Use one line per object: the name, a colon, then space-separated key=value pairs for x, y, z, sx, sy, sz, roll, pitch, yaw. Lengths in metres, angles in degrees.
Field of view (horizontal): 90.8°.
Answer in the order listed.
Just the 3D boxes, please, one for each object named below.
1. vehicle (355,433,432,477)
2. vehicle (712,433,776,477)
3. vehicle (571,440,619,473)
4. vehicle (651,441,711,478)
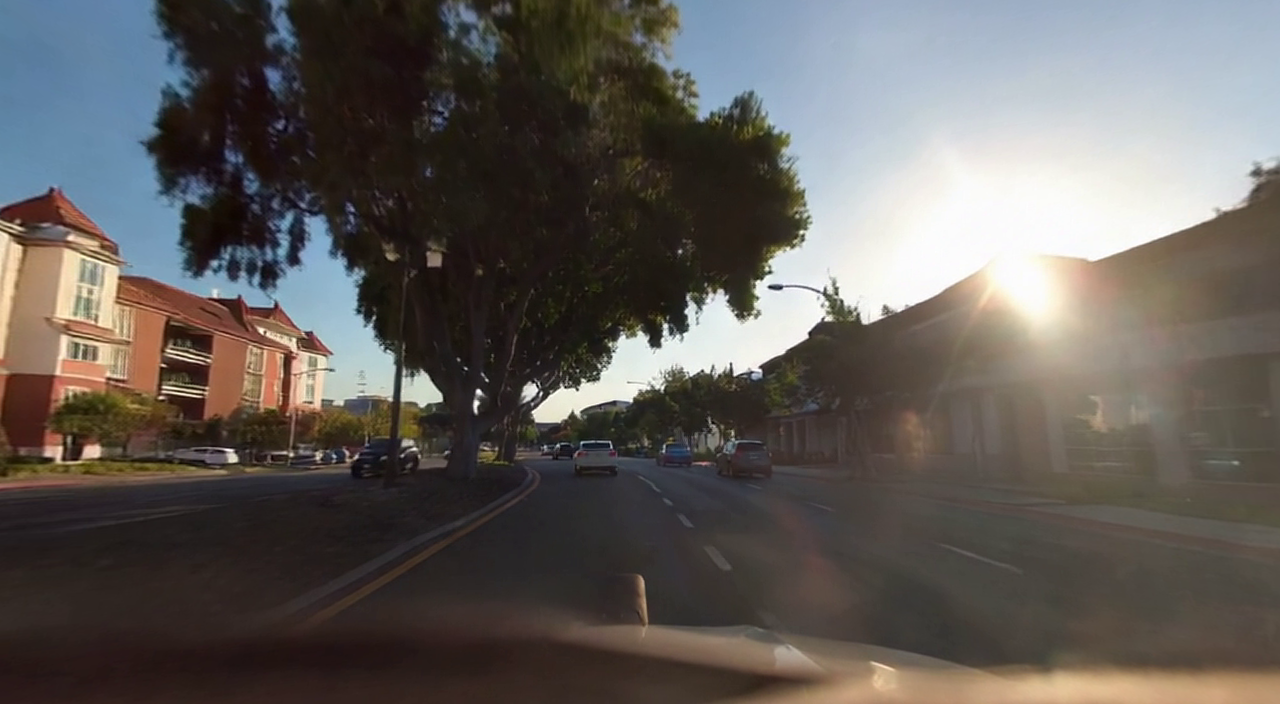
vehicle: x=-11.512 y=4.833 z=29.824 sx=2.166 sy=1.867 sz=4.459 roll=1 pitch=-9 yaw=-5
vehicle: x=5.105 y=5.138 z=31.703 sx=2.052 sy=1.990 sz=4.736 roll=1 pitch=-9 yaw=-5
vehicle: x=-2.173 y=4.946 z=30.035 sx=2.101 sy=1.444 sz=4.248 roll=1 pitch=-9 yaw=-4
vehicle: x=1.699 y=4.672 z=27.721 sx=1.993 sy=1.477 sz=4.240 roll=1 pitch=-9 yaw=-5
